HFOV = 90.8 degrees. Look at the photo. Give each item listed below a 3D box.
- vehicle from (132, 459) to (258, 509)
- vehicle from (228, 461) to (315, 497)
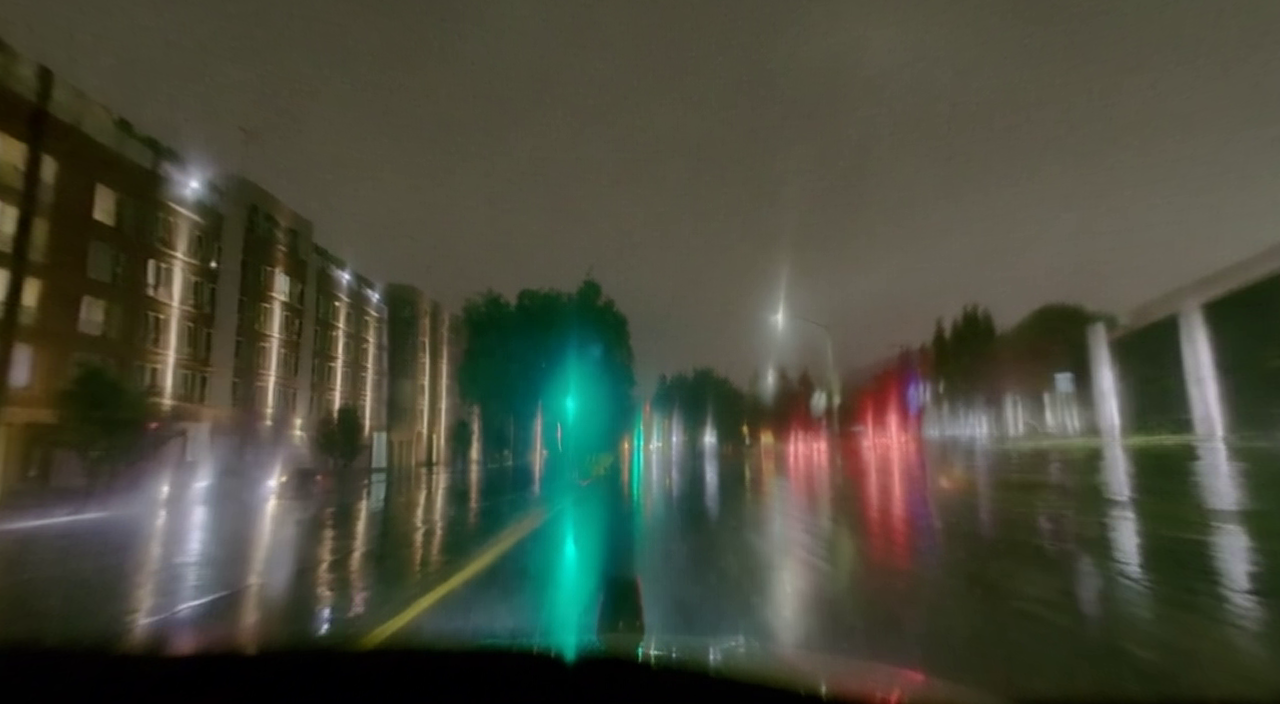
[{"bbox_3d":[-19.217,5.672,27.631,2.255,1.848,4.617,0,-8,-3],"label":"vehicle"},{"bbox_3d":[-19.357,6.659,33.450,1.965,1.665,4.577,-2,-9,-1],"label":"vehicle"}]
